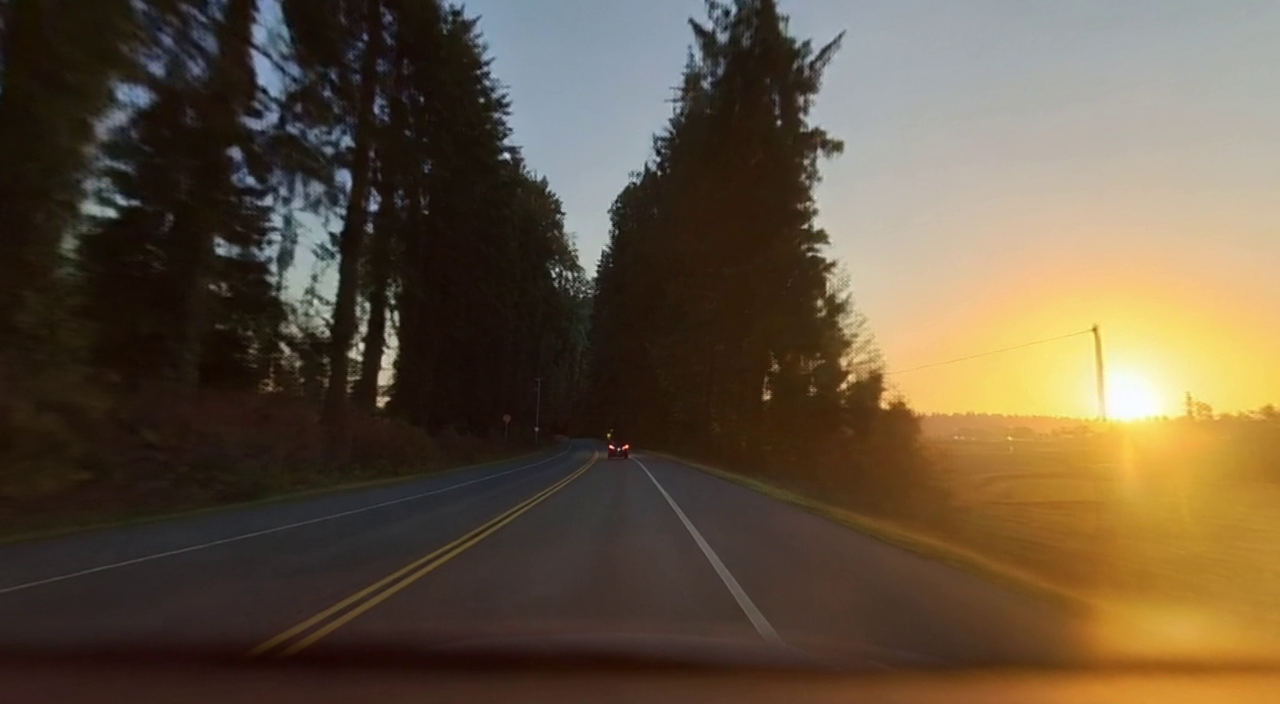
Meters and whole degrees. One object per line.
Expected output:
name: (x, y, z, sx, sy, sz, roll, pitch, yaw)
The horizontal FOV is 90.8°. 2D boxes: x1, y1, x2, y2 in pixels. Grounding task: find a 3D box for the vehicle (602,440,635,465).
vehicle: (-1.363, 6.543, 41.149, 2.042, 1.489, 3.963, 0, -9, -2)
